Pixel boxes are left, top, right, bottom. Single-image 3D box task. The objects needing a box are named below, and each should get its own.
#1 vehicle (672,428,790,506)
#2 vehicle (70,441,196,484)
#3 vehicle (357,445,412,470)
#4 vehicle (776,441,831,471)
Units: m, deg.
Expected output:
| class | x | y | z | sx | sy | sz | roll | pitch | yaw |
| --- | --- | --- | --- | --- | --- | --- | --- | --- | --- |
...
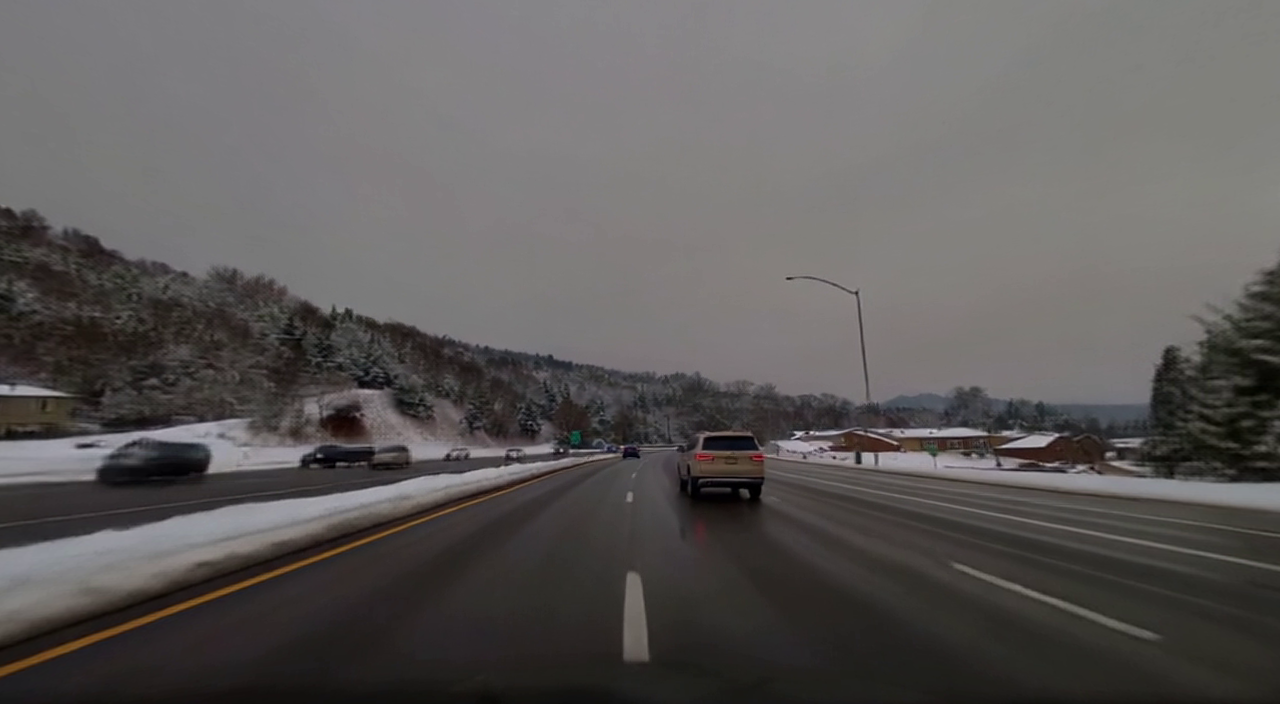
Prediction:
| class | x | y | z | sx | sy | sz | roll | pitch | yaw |
| --- | --- | --- | --- | --- | --- | --- | --- | --- | --- |
| vehicle | 2.213 | 2.975 | 16.753 | 2.318 | 1.766 | 4.587 | 0 | -8 | -2 |
| vehicle | -23.614 | 5.132 | 29.577 | 1.972 | 1.860 | 4.592 | 0 | -9 | 1 |
| vehicle | -19.536 | 8.026 | 48.289 | 2.085 | 1.789 | 4.669 | 0 | -8 | 2 |
| vehicle | 9.909 | 6.349 | 38.517 | 2.043 | 1.714 | 4.453 | 0 | -9 | -1 |
